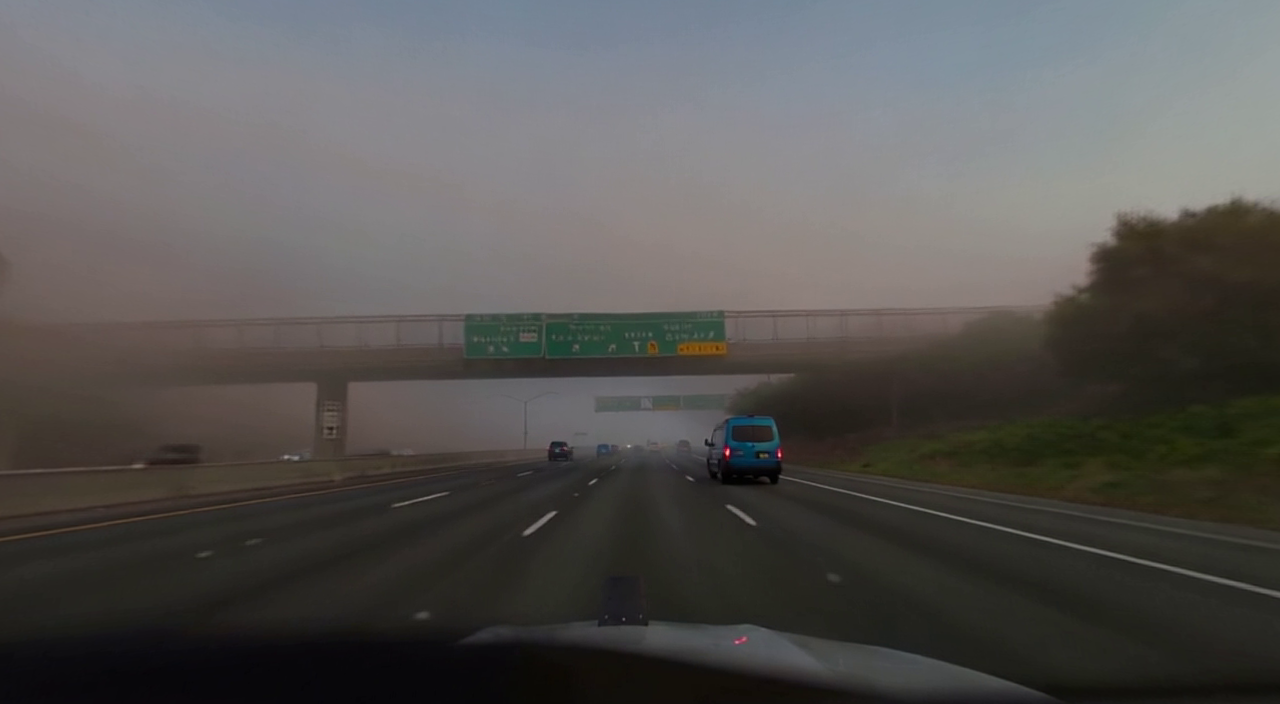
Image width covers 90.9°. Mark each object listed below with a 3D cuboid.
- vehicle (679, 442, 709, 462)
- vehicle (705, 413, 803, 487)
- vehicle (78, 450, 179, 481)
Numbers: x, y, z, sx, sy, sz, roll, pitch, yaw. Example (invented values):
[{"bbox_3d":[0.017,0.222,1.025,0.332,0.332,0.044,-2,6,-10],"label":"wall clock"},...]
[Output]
[{"bbox_3d":[4.085,7.571,47.977,1.883,1.456,4.044,0,-8,-1],"label":"vehicle"},{"bbox_3d":[3.779,3.413,22.043,2.347,2.234,5.352,0,-8,-1],"label":"vehicle"},{"bbox_3d":[-30.096,6.637,37.329,1.916,1.646,4.817,0,-8,0],"label":"vehicle"}]
